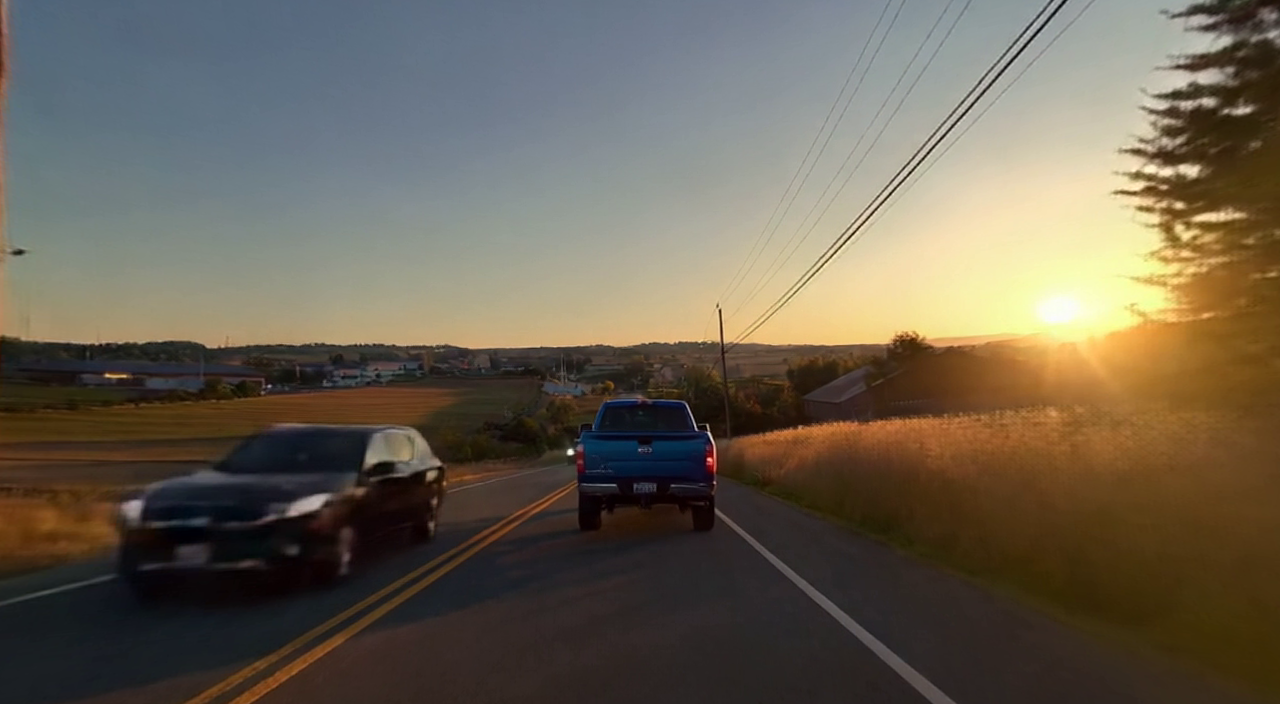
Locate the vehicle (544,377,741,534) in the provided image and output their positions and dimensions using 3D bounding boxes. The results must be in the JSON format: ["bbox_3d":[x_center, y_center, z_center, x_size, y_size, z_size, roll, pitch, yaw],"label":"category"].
[{"bbox_3d":[-0.038,2.073,13.102,2.912,2.320,7.292,0,-8,-1],"label":"vehicle"}]

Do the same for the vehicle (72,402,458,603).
[{"bbox_3d":[-3.886,1.625,7.692,2.051,1.735,4.259,0,-8,0],"label":"vehicle"}]
